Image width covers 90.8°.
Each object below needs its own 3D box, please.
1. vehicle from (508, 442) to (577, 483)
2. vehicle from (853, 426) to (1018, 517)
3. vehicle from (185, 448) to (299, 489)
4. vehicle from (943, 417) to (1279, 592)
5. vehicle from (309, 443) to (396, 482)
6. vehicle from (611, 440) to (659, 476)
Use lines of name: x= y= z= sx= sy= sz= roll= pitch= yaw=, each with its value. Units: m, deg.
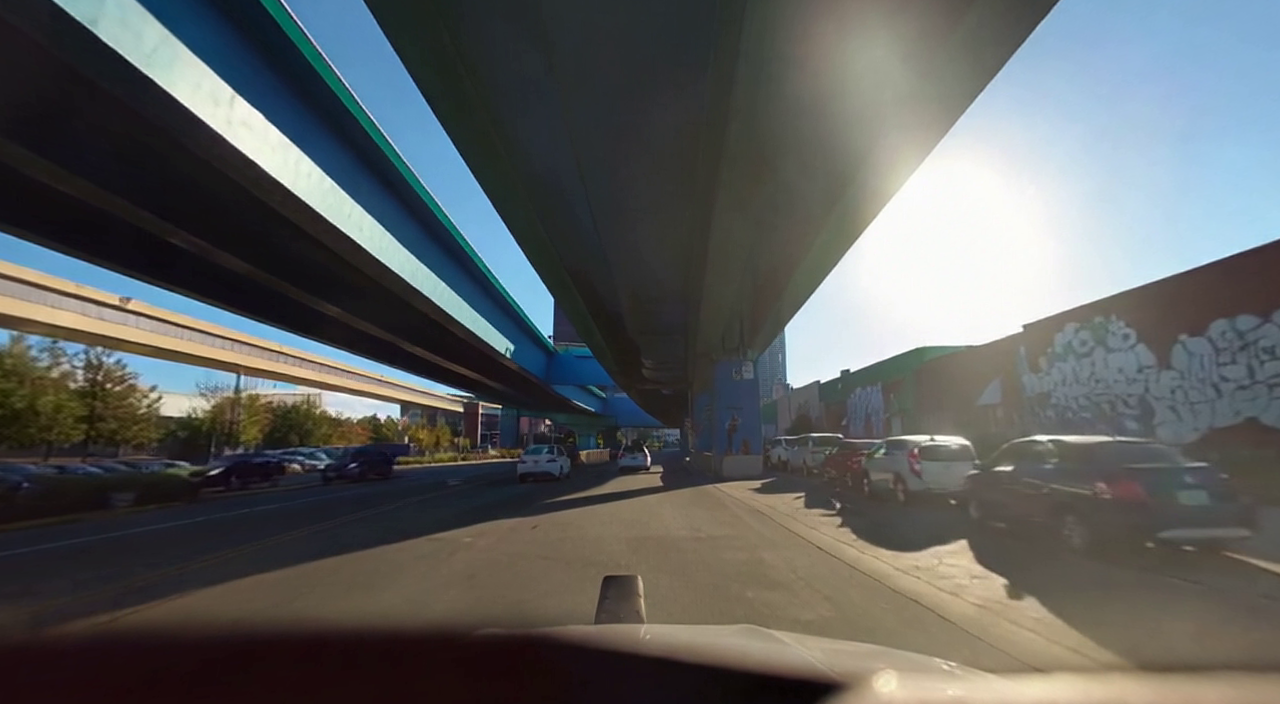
vehicle: x=-3.947 y=4.570 z=26.399 sx=2.024 sy=1.533 sz=4.549 roll=-1 pitch=-9 yaw=2
vehicle: x=6.455 y=2.642 z=14.376 sx=1.940 sy=1.738 sz=3.956 roll=0 pitch=-9 yaw=2
vehicle: x=-17.538 y=5.119 z=28.139 sx=2.056 sy=1.643 sz=4.362 roll=-1 pitch=-9 yaw=3
vehicle: x=5.818 y=1.741 z=7.982 sx=2.023 sy=1.627 sz=3.971 roll=-1 pitch=-9 yaw=1
vehicle: x=-14.012 y=5.390 z=31.152 sx=2.069 sy=1.728 sz=4.567 roll=0 pitch=-9 yaw=1
vehicle: x=-0.228 y=5.031 z=30.228 sx=2.155 sy=1.571 sz=3.734 roll=0 pitch=-9 yaw=0
